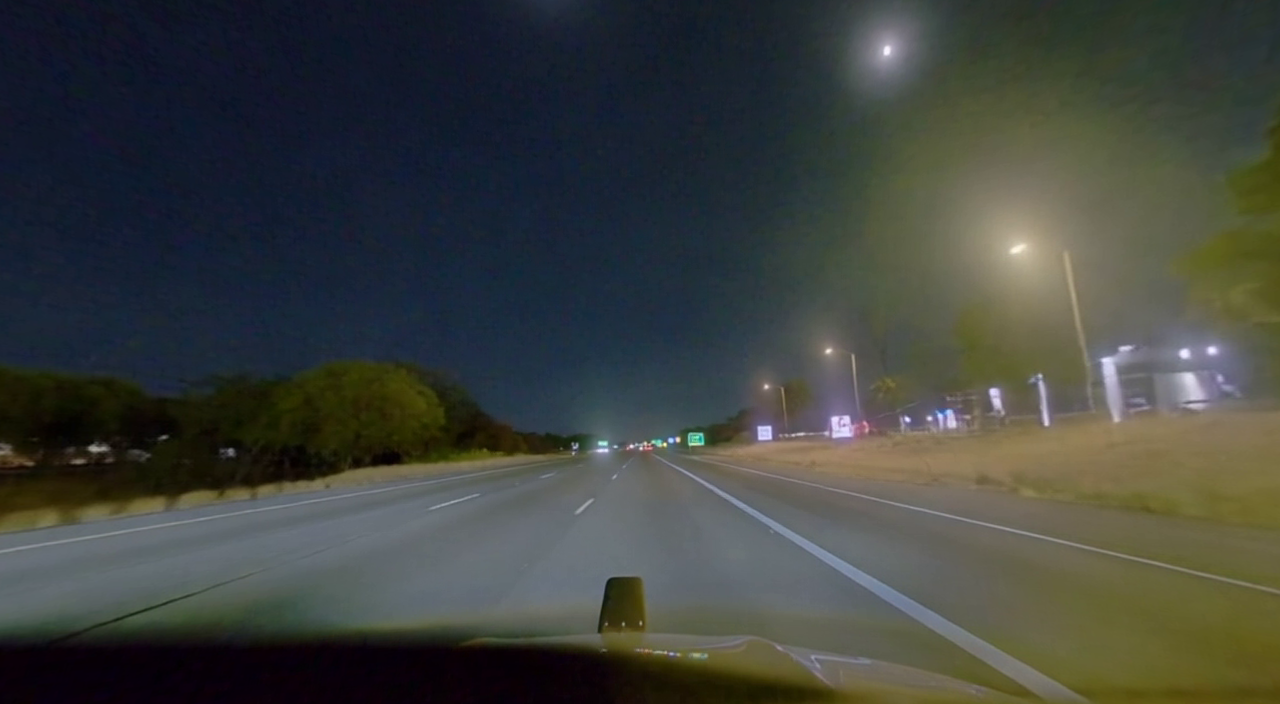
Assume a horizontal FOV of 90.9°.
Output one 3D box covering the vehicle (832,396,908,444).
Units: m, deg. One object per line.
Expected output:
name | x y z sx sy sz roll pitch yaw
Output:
vehicle | 17.393 5.373 48.275 2.821 3.355 7.583 0 -8 -1
